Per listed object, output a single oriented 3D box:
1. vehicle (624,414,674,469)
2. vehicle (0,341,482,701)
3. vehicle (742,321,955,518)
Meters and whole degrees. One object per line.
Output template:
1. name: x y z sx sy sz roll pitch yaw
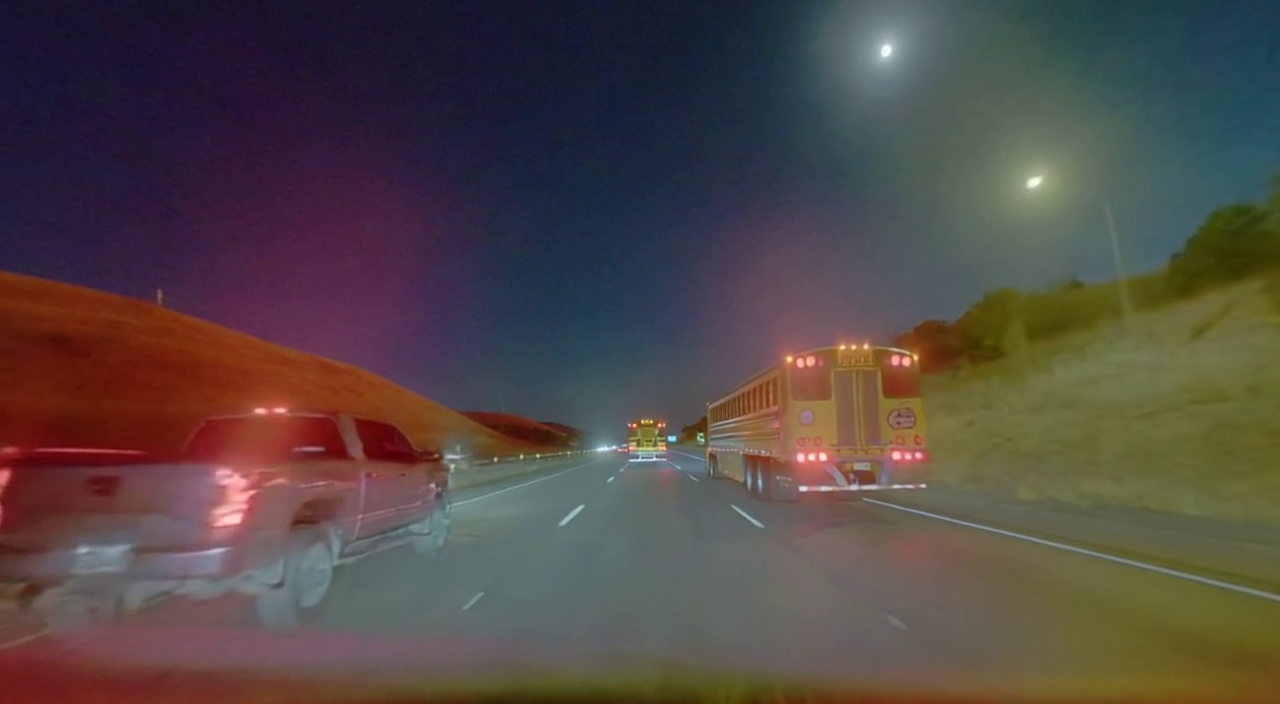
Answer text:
1. vehicle: 0.565 6.119 42.955 2.948 3.265 10.569 0 -8 0
2. vehicle: -3.564 1.318 6.387 2.241 1.927 5.833 0 -8 2
3. vehicle: 4.447 1.744 15.361 2.716 3.705 7.018 0 -8 0
